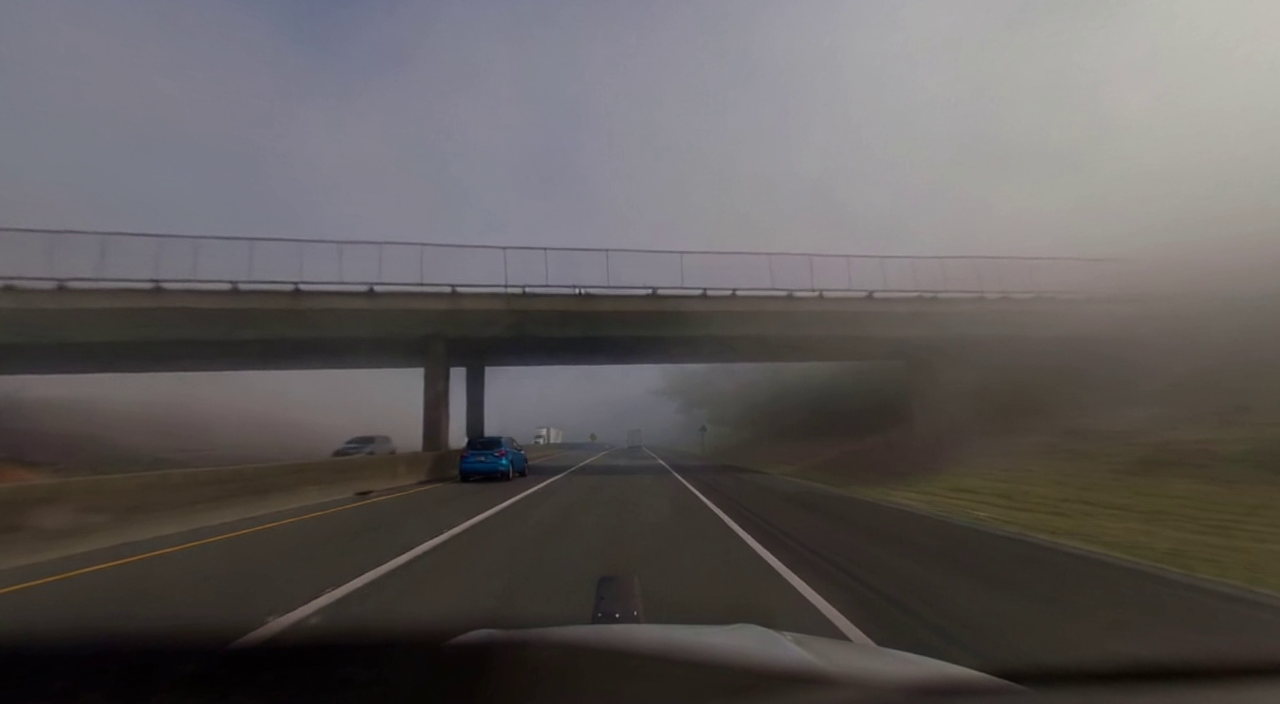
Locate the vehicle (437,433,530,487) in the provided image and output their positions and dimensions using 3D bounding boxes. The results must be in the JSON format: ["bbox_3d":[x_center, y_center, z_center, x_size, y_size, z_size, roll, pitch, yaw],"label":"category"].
[{"bbox_3d":[-4.825,3.355,19.998,1.965,1.513,3.774,0,-8,0],"label":"vehicle"}]

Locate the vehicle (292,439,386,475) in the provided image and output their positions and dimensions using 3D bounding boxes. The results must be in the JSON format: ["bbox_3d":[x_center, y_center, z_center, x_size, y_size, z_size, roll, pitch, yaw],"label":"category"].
[{"bbox_3d":[-13.589,4.742,28.797,1.993,1.485,4.604,0,-8,0],"label":"vehicle"}]
